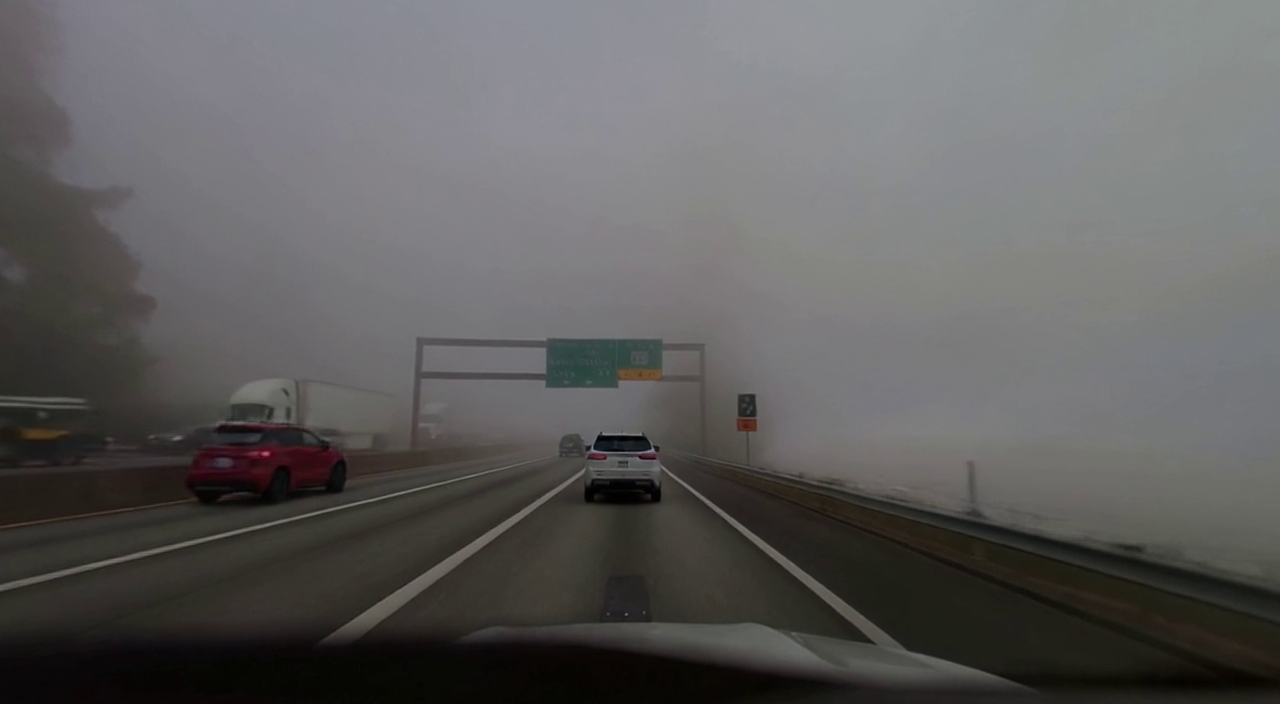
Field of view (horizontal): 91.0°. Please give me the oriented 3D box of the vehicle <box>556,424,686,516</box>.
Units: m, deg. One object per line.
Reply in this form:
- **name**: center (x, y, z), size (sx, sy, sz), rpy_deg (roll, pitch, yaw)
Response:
- **vehicle**: center (-0.320, 2.261, 12.636), size (2.127, 1.497, 4.445), rpy_deg (0, -8, 0)

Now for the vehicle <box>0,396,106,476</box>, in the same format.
- **vehicle**: center (-14.628, 1.859, 13.896), size (1.895, 1.683, 4.224), rpy_deg (0, -8, 0)

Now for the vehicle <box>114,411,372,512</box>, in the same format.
- **vehicle**: center (-7.558, 2.139, 12.718), size (2.325, 1.663, 4.426), rpy_deg (0, -8, 0)
